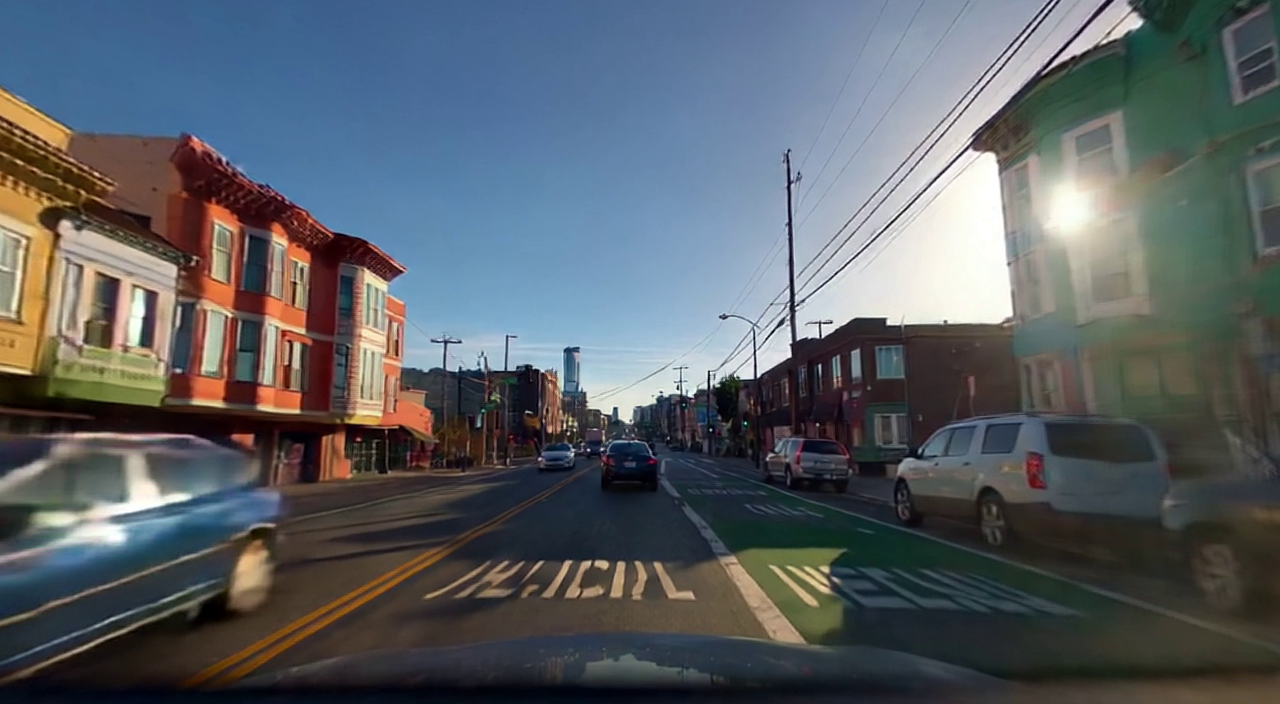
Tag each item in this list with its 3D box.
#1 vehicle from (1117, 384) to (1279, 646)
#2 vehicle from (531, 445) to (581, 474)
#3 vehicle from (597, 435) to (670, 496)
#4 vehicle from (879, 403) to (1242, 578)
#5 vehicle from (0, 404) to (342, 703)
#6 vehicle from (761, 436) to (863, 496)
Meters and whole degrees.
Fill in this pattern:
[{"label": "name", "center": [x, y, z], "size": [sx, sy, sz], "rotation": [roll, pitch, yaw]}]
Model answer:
[{"label": "vehicle", "center": [6.194, 1.083, 3.609], "size": [2.203, 2.052, 5.975], "rotation": [0, -8, -1]}, {"label": "vehicle", "center": [-4.514, 5.834, 34.602], "size": [2.181, 1.500, 4.319], "rotation": [0, -8, 0]}, {"label": "vehicle", "center": [-0.181, 3.358, 19.002], "size": [1.980, 1.635, 3.795], "rotation": [0, -8, 0]}, {"label": "vehicle", "center": [6.148, 2.088, 10.482], "size": [2.208, 2.106, 5.496], "rotation": [0, -9, 0]}, {"label": "vehicle", "center": [-3.874, 1.172, 3.958], "size": [1.968, 1.524, 4.304], "rotation": [0, -8, -1]}, {"label": "vehicle", "center": [6.190, 4.164, 23.584], "size": [2.197, 1.917, 5.637], "rotation": [0, -8, -1]}]
